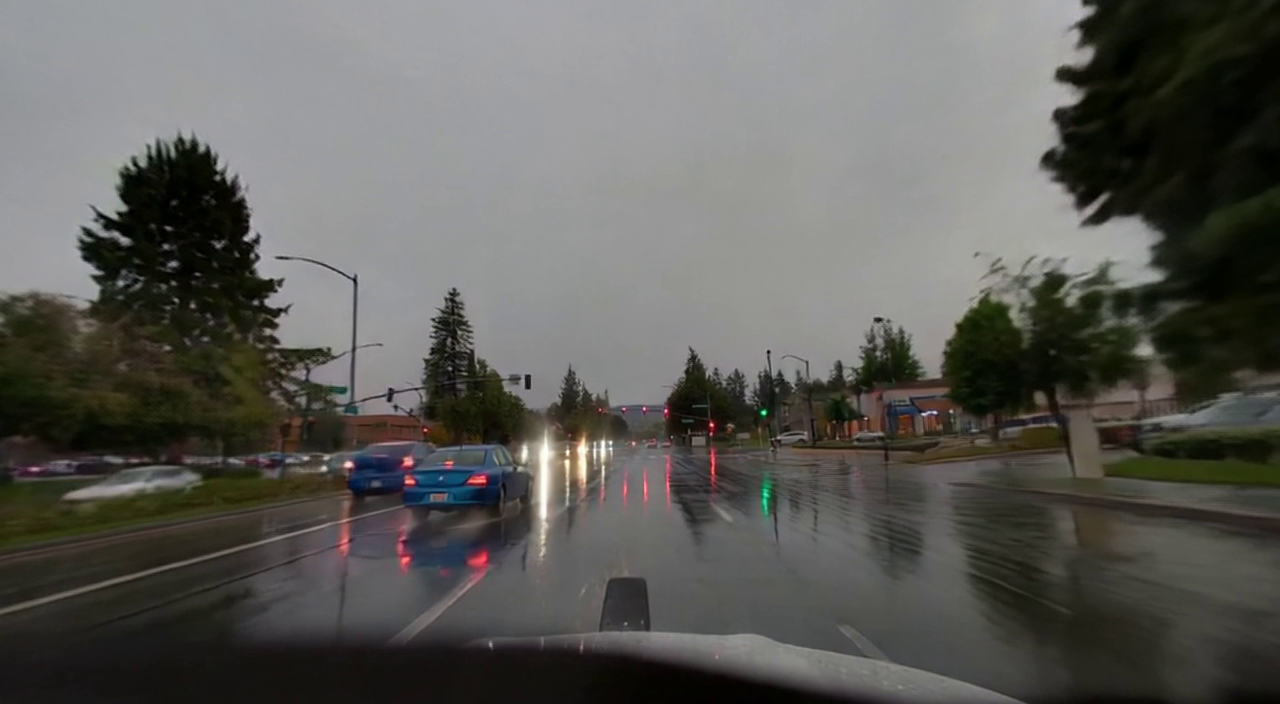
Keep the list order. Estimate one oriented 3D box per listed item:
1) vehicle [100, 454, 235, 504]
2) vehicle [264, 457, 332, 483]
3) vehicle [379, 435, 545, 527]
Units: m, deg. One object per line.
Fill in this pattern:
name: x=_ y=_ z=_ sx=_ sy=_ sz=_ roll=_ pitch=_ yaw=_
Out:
vehicle: x=-17.911 y=4.793 z=24.190 sx=1.832 sy=1.628 sz=4.222 roll=-1 pitch=-8 yaw=1
vehicle: x=-21.622 y=7.441 z=40.063 sx=1.757 sy=1.472 sz=4.563 roll=-1 pitch=-8 yaw=1
vehicle: x=-3.245 y=2.444 z=12.537 sx=1.924 sy=1.480 sz=4.421 roll=-1 pitch=-9 yaw=1
